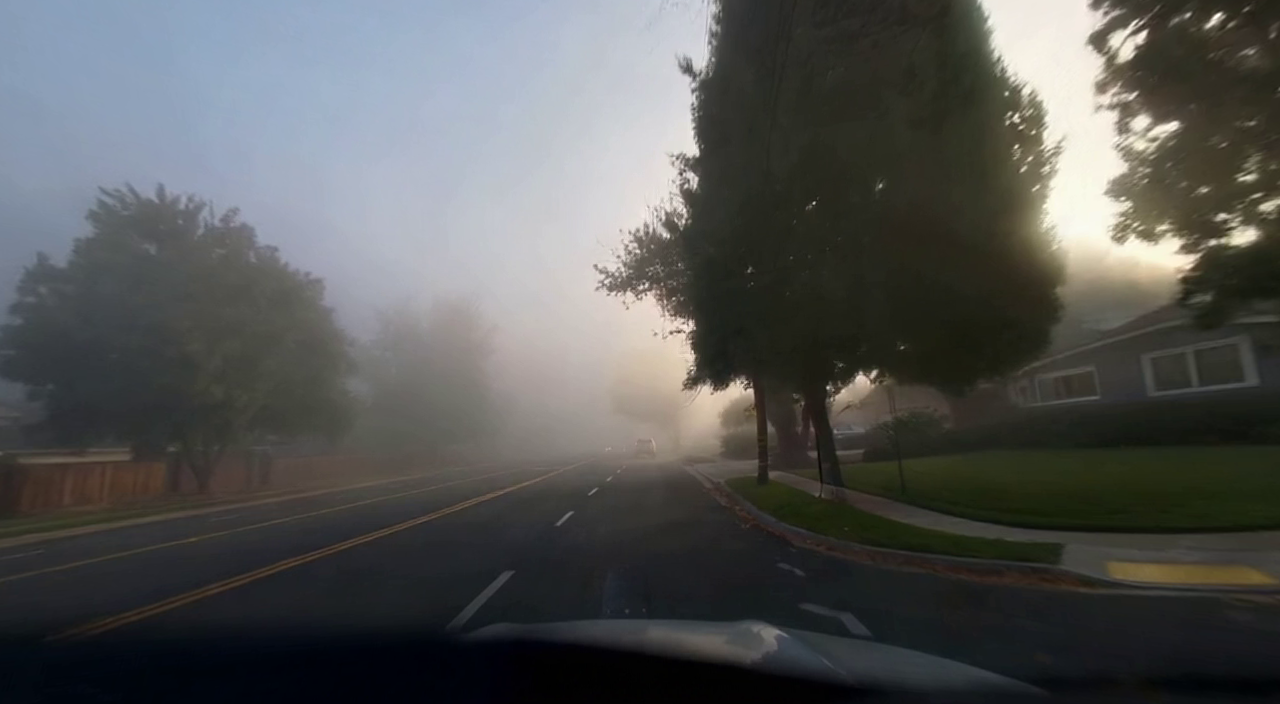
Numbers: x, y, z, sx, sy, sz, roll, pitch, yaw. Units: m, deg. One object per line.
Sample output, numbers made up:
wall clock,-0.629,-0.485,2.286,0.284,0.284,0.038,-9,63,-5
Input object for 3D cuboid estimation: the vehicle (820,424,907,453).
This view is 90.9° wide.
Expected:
vehicle,11.847,4.629,33.616,3.992,1.486,1.727,0,-9,1
